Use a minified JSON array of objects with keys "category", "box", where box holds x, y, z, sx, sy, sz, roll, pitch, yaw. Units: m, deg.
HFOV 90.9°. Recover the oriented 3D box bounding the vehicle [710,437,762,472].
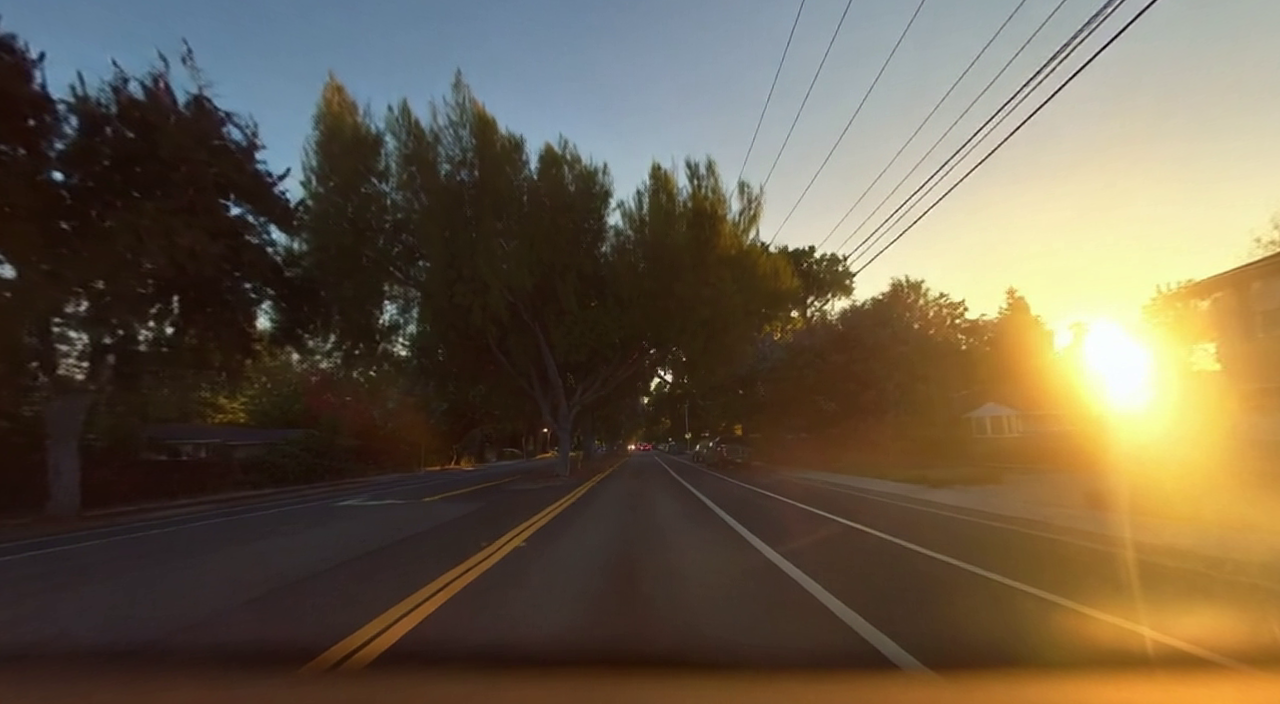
[{"category":"vehicle","box":[5.298,5.774,35.525,2.160,1.800,4.646,0,-9,-1]}]
